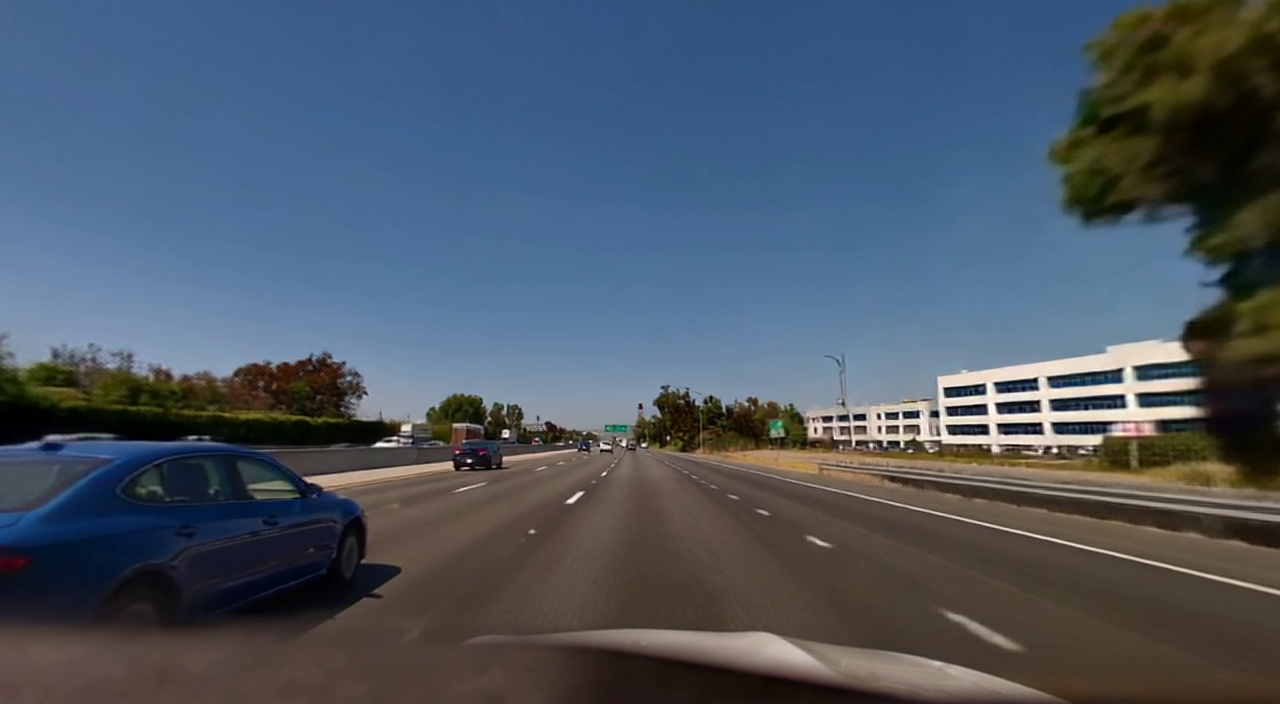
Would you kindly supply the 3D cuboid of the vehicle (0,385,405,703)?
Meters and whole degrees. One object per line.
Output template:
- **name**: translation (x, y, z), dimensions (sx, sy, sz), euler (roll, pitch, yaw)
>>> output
- **vehicle**: translation (-3.636, 1.178, 4.233), dimensions (2.144, 1.565, 4.951), euler (0, -8, 1)

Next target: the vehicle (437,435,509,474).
- **vehicle**: translation (-7.660, 4.739, 29.399), dimensions (2.118, 1.675, 4.395), euler (0, -8, 1)
